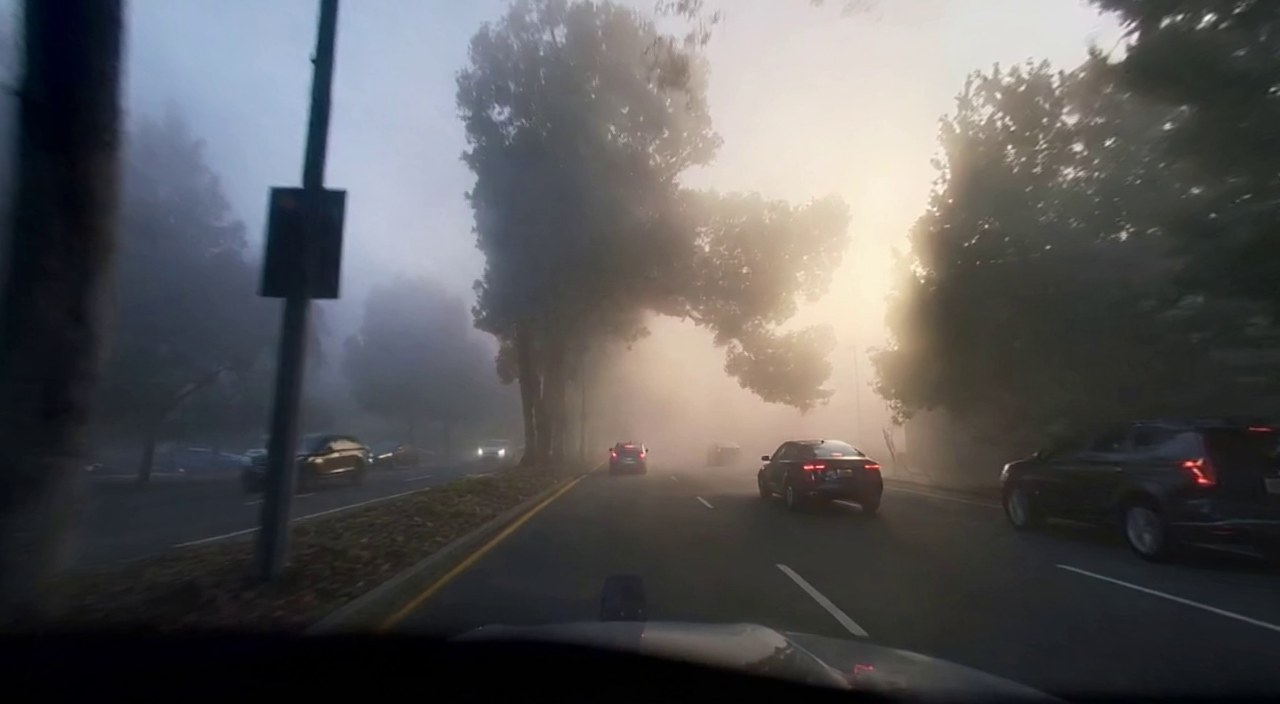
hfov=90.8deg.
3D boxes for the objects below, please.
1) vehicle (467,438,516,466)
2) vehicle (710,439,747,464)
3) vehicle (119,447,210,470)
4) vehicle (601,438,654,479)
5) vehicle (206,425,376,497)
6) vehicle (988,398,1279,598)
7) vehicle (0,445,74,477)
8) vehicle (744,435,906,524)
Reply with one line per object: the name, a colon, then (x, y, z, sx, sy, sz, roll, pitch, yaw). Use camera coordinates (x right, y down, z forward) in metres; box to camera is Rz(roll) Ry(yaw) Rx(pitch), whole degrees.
vehicle: (-9.428, 6.392, 40.480, 1.950, 1.717, 4.299, 0, -9, 1)
vehicle: (6.785, 7.662, 48.826, 2.068, 1.779, 4.567, 0, -9, -2)
vehicle: (-30.681, 6.855, 40.805, 4.355, 1.411, 1.922, 0, -9, 3)
vehicle: (-0.487, 4.241, 25.352, 1.994, 1.479, 3.647, 0, -9, -1)
vehicle: (-9.899, 3.131, 18.490, 2.087, 1.816, 4.793, 0, -9, 2)
vehicle: (6.872, 1.675, 8.099, 2.134, 1.810, 4.590, 0, -8, -1)
vehicle: (-29.972, 5.152, 30.001, 4.235, 1.404, 2.018, 0, -9, 2)
vehicle: (3.412, 2.428, 12.606, 1.858, 1.466, 4.230, 0, -9, -2)
